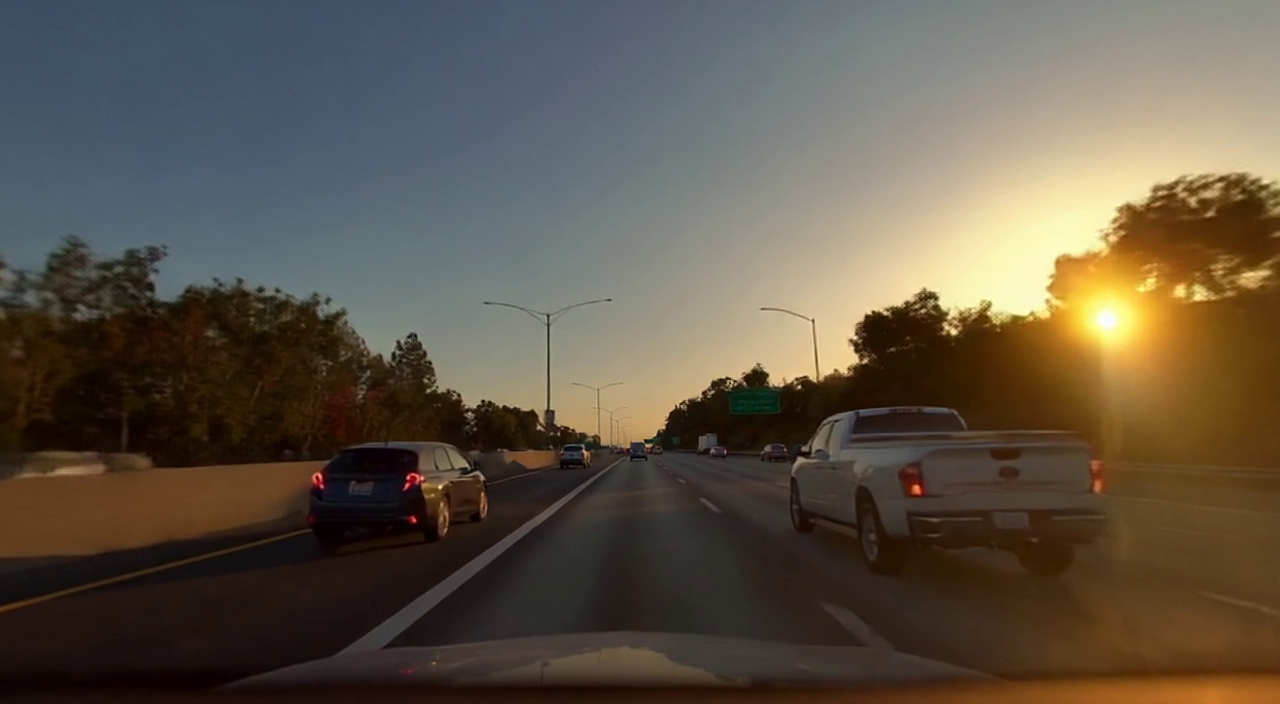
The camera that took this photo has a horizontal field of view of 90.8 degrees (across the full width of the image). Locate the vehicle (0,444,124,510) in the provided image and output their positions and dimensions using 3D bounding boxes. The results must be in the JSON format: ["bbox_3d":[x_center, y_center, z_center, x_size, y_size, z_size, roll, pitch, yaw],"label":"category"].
[{"bbox_3d":[-16.070,3.169,16.314,1.937,1.535,4.223,0,-8,-1],"label":"vehicle"}]

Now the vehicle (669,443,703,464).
[{"bbox_3d":[3.305,7.413,46.226,2.007,1.469,4.337,0,-8,-1],"label":"vehicle"}]

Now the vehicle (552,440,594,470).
[{"bbox_3d":[-3.917,6.122,37.655,1.992,1.651,4.185,0,-8,0],"label":"vehicle"}]

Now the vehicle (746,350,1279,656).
[{"bbox_3d":[2.764,1.329,6.772,2.200,1.870,5.649,0,-8,-1],"label":"vehicle"}]

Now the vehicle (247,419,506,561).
[{"bbox_3d":[-3.585,1.962,9.724,2.119,1.654,4.353,0,-8,0],"label":"vehicle"}]
